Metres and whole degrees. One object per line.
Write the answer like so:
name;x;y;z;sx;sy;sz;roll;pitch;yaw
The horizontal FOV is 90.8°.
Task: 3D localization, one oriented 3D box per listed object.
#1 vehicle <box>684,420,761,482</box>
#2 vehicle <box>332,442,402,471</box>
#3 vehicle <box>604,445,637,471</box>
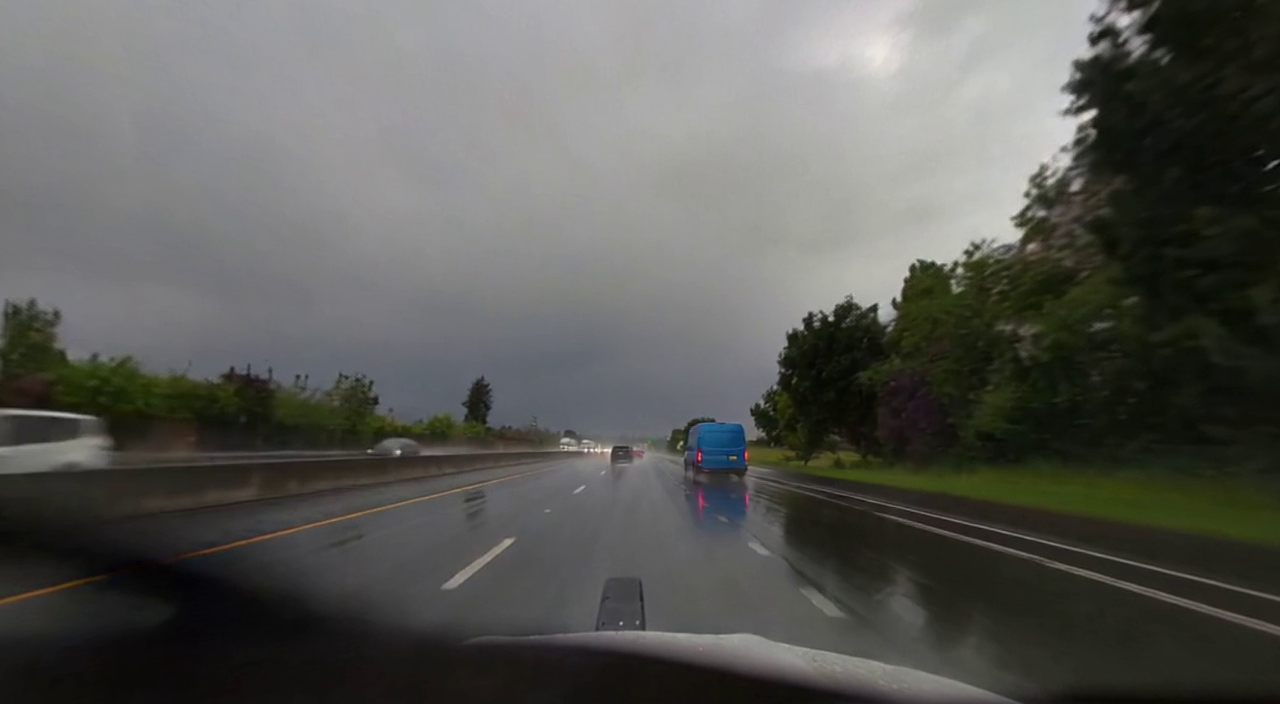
vehicle;3.628;4.584;29.342;2.552;2.524;6.630;0;-9;-1
vehicle;-15.060;5.795;35.103;1.877;1.480;4.576;0;-9;0
vehicle;-1.261;7.152;42.778;2.069;1.666;4.338;0;-9;1
